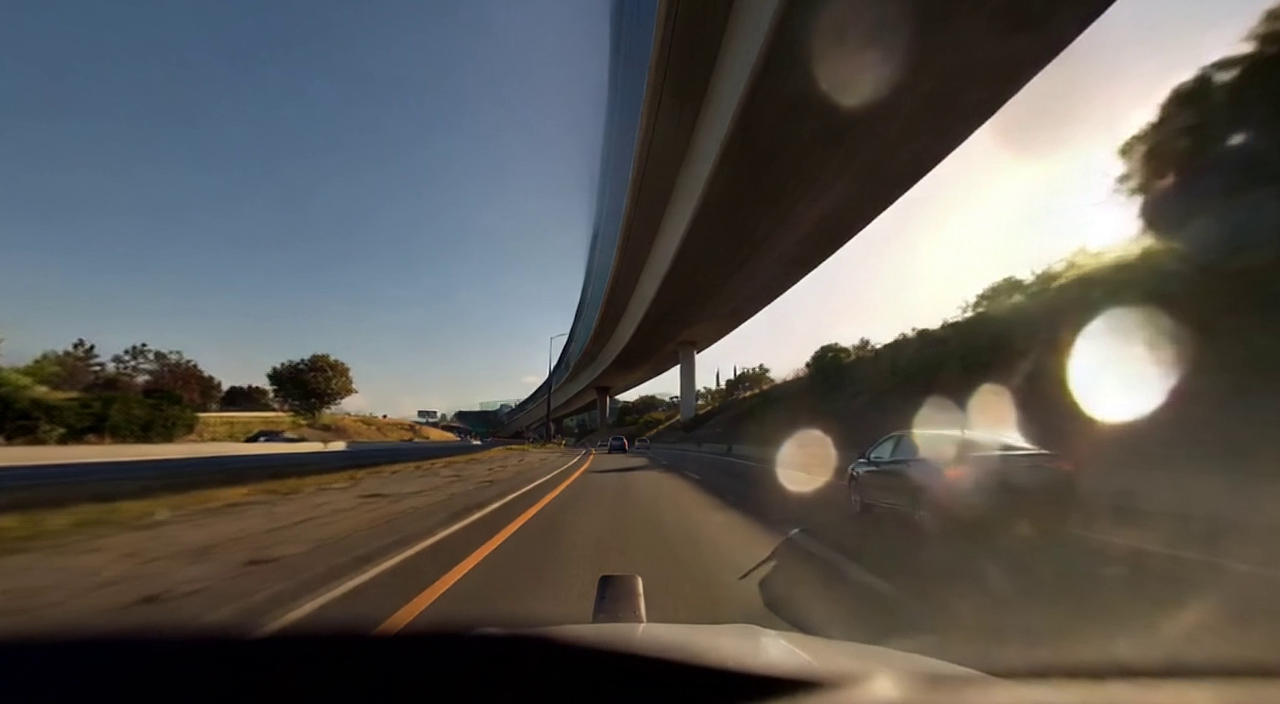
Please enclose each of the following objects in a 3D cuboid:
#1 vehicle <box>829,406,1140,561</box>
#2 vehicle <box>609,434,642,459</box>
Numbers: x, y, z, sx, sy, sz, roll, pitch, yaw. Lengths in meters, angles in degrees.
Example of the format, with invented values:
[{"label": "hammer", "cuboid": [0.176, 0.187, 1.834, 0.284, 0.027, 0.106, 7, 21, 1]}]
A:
[{"label": "vehicle", "cuboid": [3.973, 1.548, 8.105, 1.852, 1.513, 3.652, 0, -8, -1]}, {"label": "vehicle", "cuboid": [-0.984, 6.101, 40.765, 1.998, 1.512, 3.735, 0, -8, -3]}]
